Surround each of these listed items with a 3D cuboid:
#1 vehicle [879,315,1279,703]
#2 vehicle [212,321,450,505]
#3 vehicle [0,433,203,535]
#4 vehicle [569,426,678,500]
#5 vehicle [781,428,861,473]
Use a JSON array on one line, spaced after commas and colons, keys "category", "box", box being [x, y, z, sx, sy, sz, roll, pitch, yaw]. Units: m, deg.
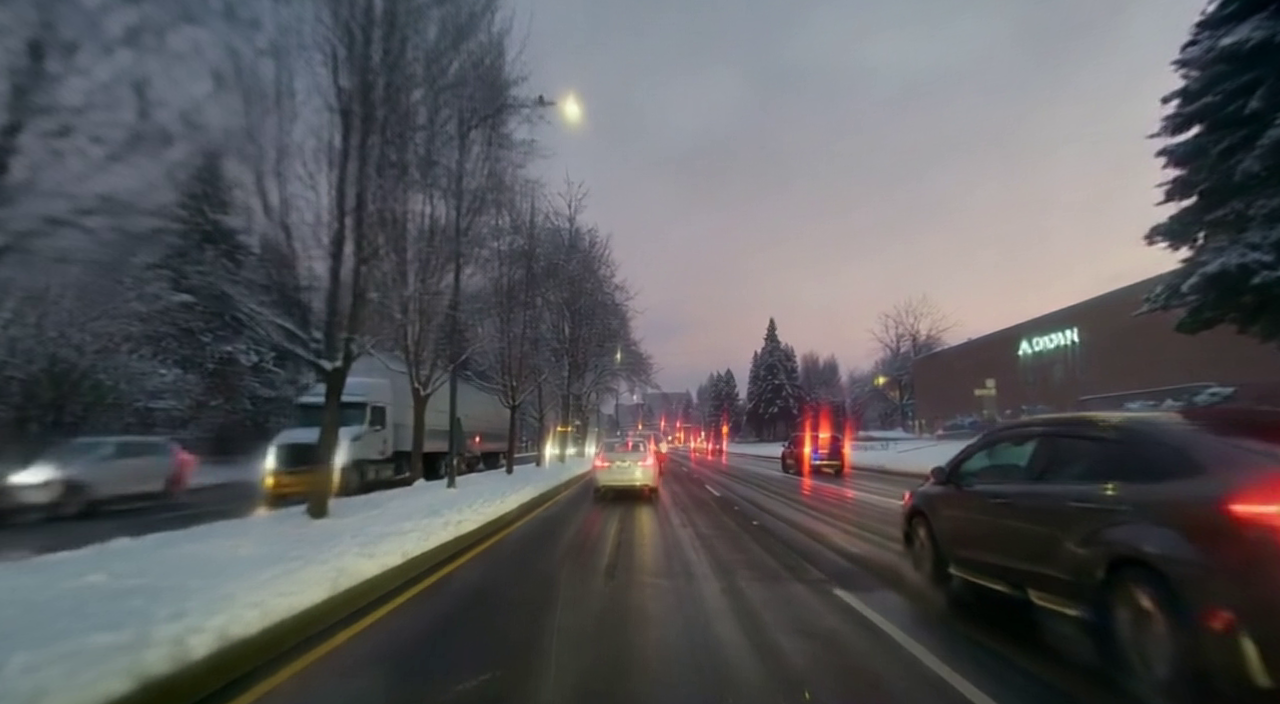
[{"category": "vehicle", "box": [3.619, 1.015, 4.370, 2.090, 1.763, 4.560, 0, -8, 0]}, {"category": "vehicle", "box": [-8.138, 1.882, 17.976, 3.021, 4.215, 7.024, 0, -8, 1]}, {"category": "vehicle", "box": [-12.038, 2.656, 13.367, 2.058, 1.759, 4.577, 0, -8, 1]}, {"category": "vehicle", "box": [-0.363, 2.668, 15.440, 2.315, 1.563, 4.080, 0, -8, 0]}, {"category": "vehicle", "box": [7.716, 4.264, 27.208, 2.090, 1.768, 4.407, 0, -8, 0]}]
